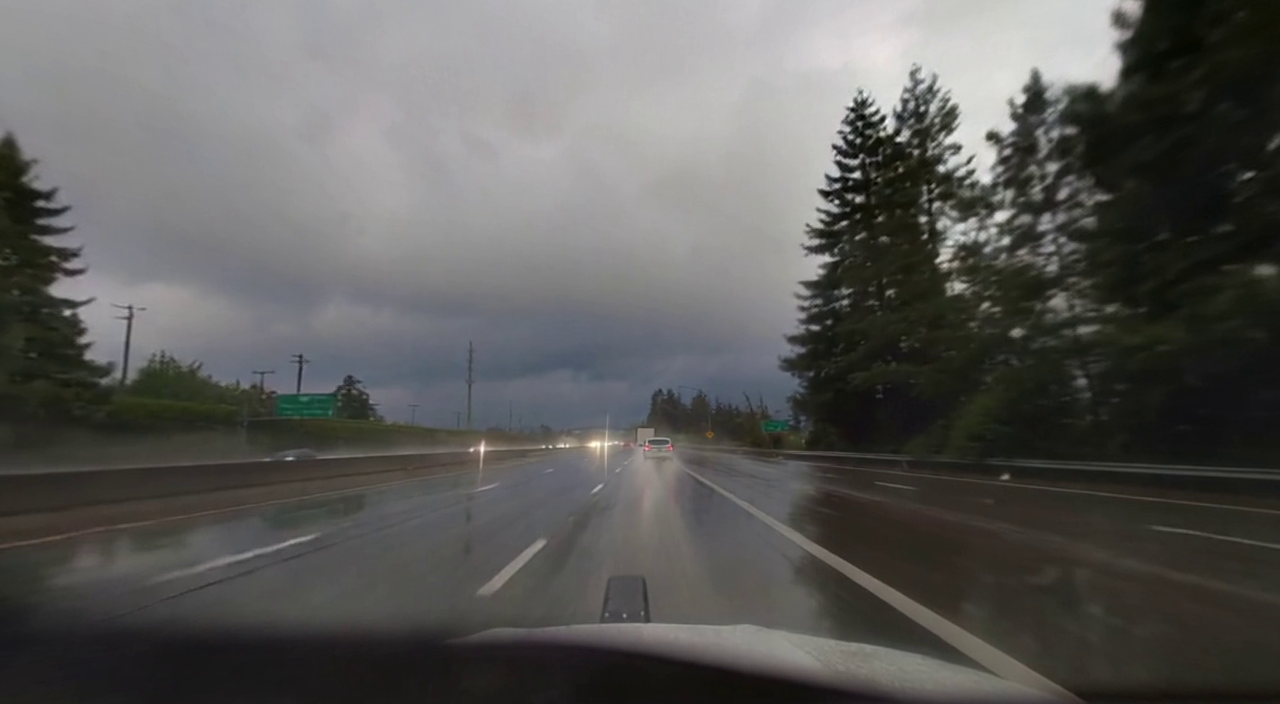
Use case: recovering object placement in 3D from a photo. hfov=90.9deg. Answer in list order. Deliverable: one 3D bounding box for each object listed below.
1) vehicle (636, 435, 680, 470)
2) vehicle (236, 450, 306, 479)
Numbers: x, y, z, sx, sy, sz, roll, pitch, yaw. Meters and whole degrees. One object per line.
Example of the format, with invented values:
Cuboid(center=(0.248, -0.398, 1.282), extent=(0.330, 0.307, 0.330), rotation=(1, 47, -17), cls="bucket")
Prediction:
Cuboid(center=(0.928, 5.483, 34.477), extent=(2.260, 1.766, 4.348), rotation=(0, -8, 0), cls="vehicle")
Cuboid(center=(-25.331, 7.694, 43.484), extent=(2.056, 1.767, 4.468), rotation=(-2, -8, 1), cls="vehicle")
